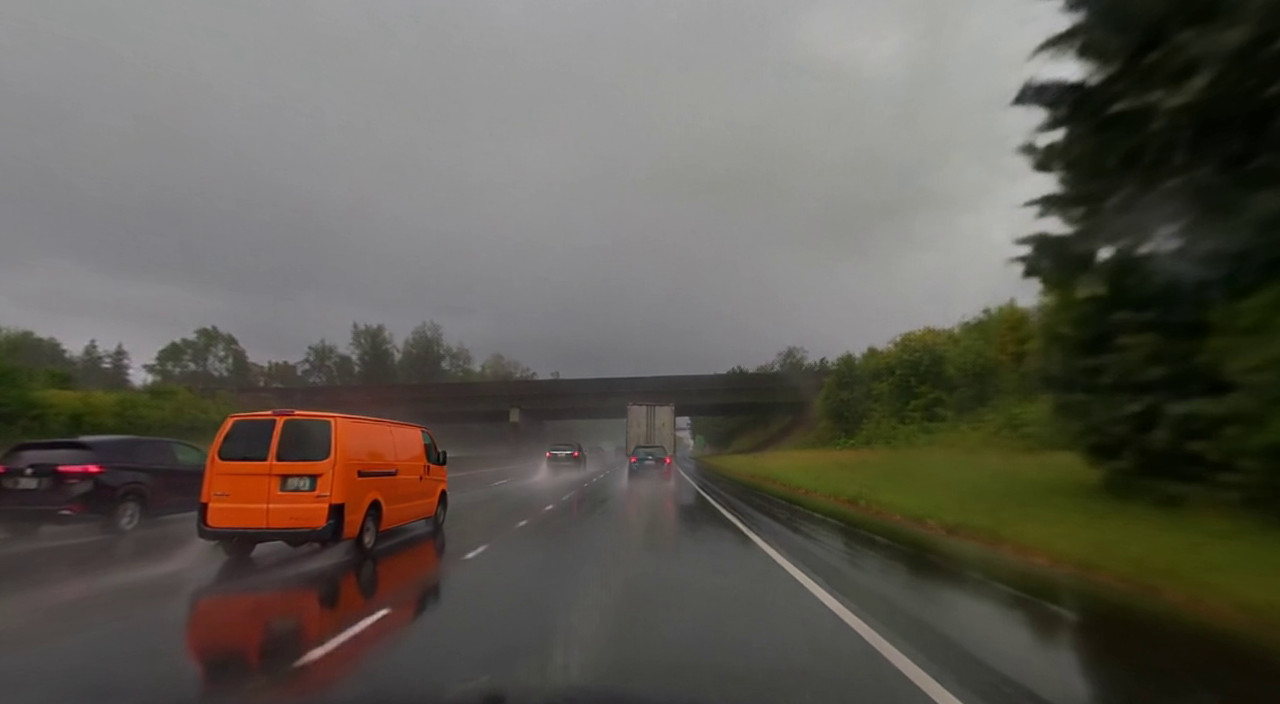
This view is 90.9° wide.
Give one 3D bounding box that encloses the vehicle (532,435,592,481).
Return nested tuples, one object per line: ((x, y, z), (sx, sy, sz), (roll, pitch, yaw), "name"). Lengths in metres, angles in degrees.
((-3.389, 4.716, 28.190), (2.068, 1.862, 4.234), (0, -9, 1), "vehicle")

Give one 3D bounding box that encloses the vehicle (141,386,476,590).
((-3.586, 1.565, 7.883), (1.951, 1.882, 3.979), (0, -9, 0), "vehicle")

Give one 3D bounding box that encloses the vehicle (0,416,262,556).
((-8.294, 1.961, 9.814), (2.093, 1.675, 4.233), (0, -9, 1), "vehicle")

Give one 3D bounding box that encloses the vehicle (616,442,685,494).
((0.289, 3.633, 19.972), (1.991, 1.507, 3.391), (0, -9, 0), "vehicle")
